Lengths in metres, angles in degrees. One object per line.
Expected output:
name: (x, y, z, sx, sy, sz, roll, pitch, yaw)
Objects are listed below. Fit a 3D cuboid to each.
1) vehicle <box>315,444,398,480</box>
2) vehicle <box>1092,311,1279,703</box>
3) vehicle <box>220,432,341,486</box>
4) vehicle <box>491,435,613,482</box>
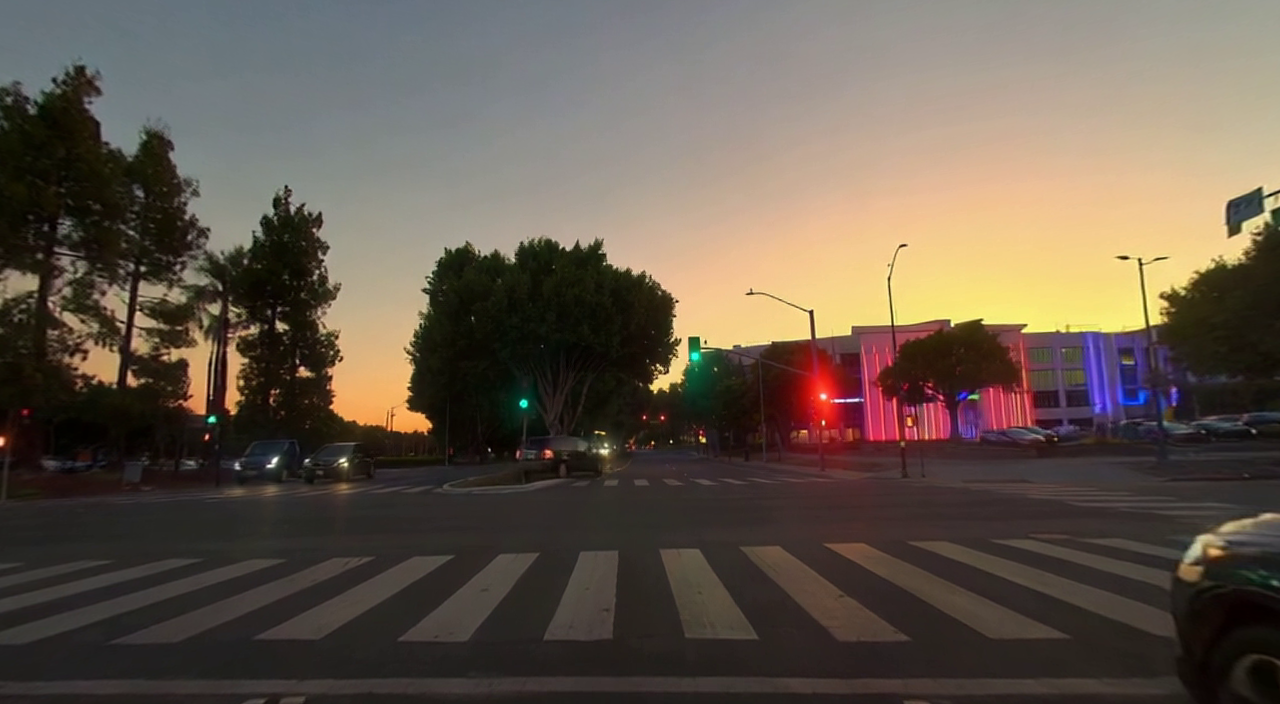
vehicle: (-14.869, 5.751, 33.372, 2.169, 1.753, 4.640, 0, -8, 1)
vehicle: (3.600, 0.554, 1.205, 2.301, 1.767, 4.289, 0, -8, 1)
vehicle: (-18.625, 5.546, 33.123, 2.557, 2.580, 5.856, -1, -8, 4)
vehicle: (-3.355, 4.153, 24.978, 2.153, 1.658, 4.569, -7, -10, 37)
